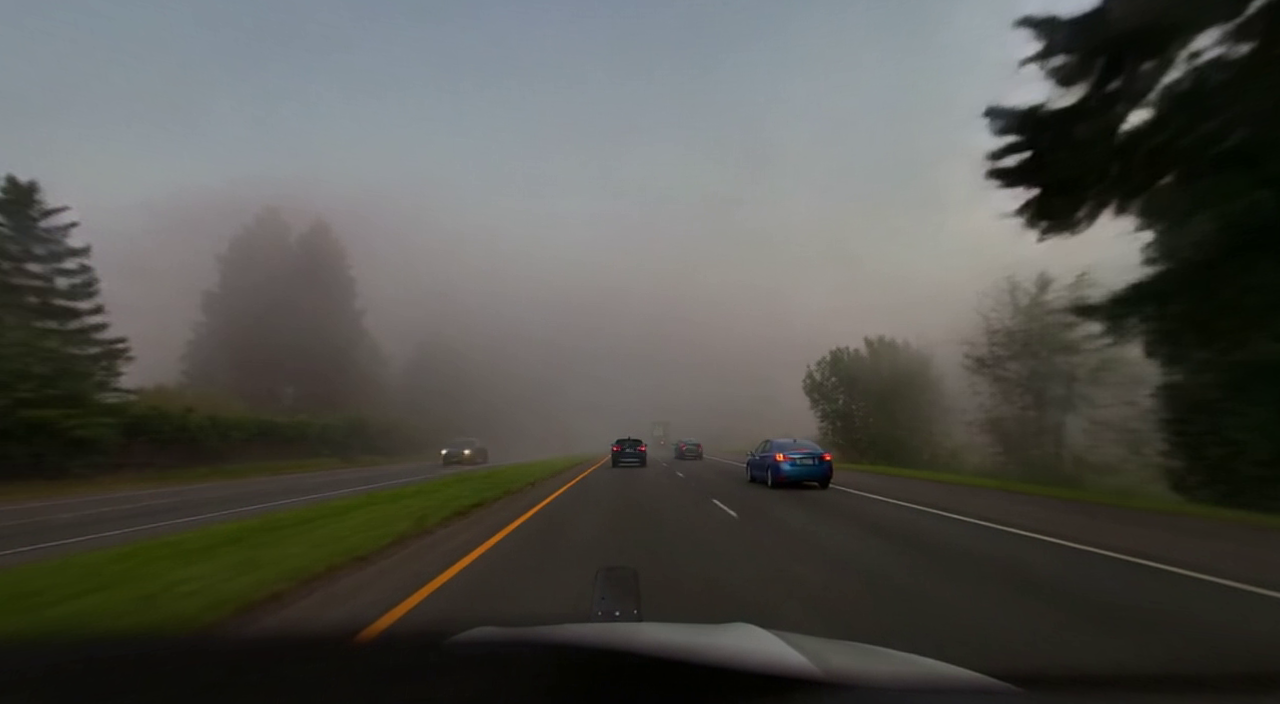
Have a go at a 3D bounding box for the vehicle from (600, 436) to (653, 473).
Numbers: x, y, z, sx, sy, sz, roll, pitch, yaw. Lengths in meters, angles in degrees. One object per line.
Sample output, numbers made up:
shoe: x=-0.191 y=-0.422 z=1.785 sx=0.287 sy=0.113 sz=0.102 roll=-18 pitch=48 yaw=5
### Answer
vehicle: x=-0.584 y=4.372 z=27.274 sx=2.143 sy=1.466 sz=3.693 roll=0 pitch=-8 yaw=-1

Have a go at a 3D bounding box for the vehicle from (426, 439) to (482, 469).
vehicle: x=-9.664 y=5.310 z=33.060 sx=1.855 sy=1.458 sz=3.717 roll=0 pitch=-8 yaw=-1

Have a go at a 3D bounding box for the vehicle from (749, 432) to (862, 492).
vehicle: x=4.597 y=3.098 z=18.258 sx=2.066 sy=1.526 sz=4.216 roll=0 pitch=-8 yaw=-1

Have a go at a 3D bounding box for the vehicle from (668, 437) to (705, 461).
vehicle: x=3.045 y=6.429 z=42.115 sx=2.004 sy=1.469 sz=4.472 roll=0 pitch=-8 yaw=-2
